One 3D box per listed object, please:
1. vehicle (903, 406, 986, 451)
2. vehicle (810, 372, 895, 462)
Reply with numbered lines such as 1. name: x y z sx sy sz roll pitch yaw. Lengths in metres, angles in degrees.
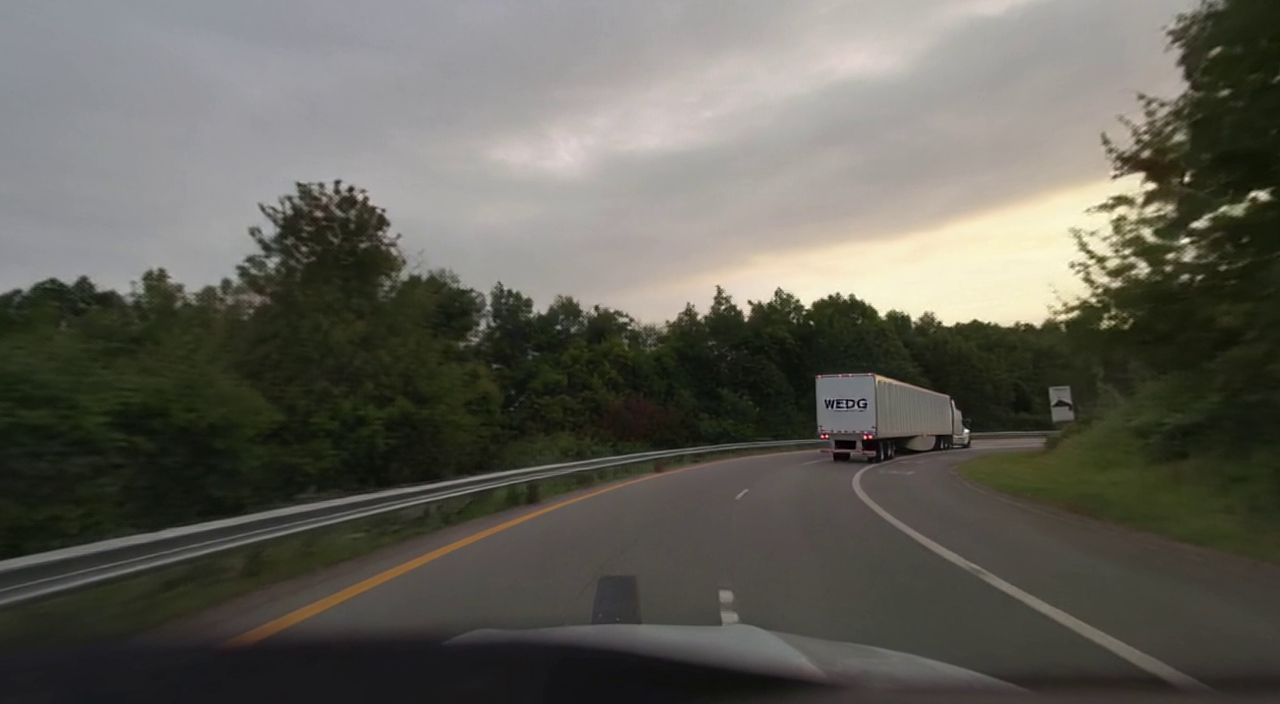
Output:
1. vehicle: 18.665 4.710 38.344 6.650 2.524 2.120 7 -11 -43
2. vehicle: 9.635 2.995 28.398 2.963 3.771 3.137 -4 -9 29
